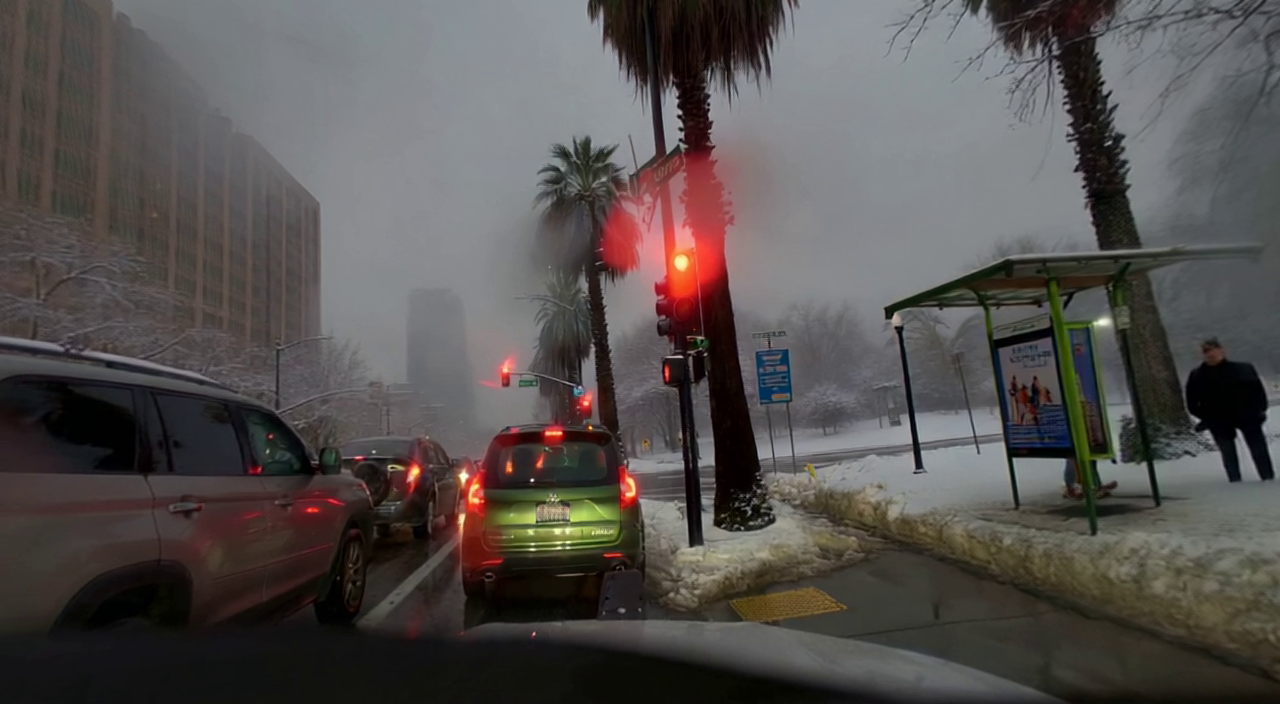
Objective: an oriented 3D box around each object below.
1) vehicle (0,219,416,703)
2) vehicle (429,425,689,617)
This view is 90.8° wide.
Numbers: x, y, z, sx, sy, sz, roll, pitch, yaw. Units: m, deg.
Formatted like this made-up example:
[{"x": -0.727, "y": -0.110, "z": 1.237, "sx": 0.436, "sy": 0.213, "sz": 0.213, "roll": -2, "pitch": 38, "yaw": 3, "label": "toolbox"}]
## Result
[{"x": -2.768, "y": 0.903, "z": 3.212, "sx": 2.098, "sy": 1.851, "sz": 4.571, "roll": 1, "pitch": -9, "yaw": -7, "label": "vehicle"}, {"x": -1.029, "y": 1.651, "z": 7.231, "sx": 2.065, "sy": 1.467, "sz": 4.289, "roll": 2, "pitch": -9, "yaw": -11, "label": "vehicle"}]
